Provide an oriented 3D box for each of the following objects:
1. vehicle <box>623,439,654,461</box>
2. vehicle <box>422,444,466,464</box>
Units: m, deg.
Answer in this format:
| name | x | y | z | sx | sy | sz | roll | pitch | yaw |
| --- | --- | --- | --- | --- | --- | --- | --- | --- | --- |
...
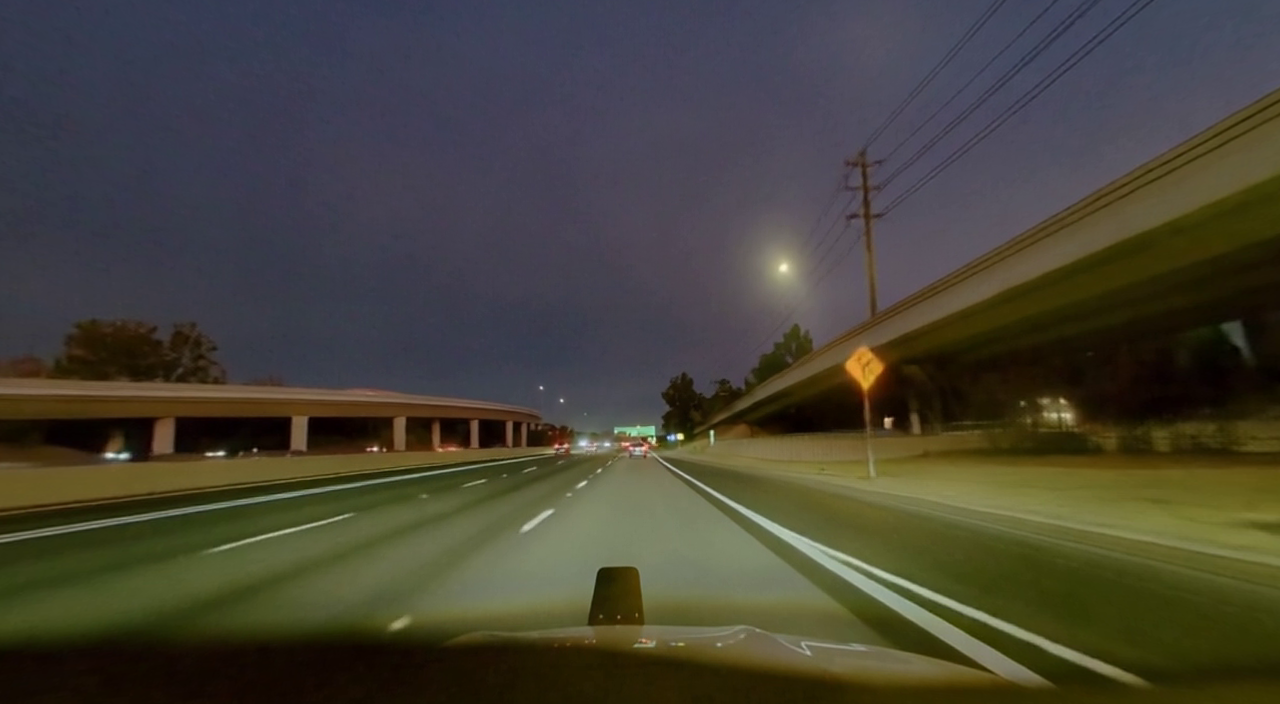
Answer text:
| name | x | y | z | sx | sy | sz | roll | pitch | yaw |
| --- | --- | --- | --- | --- | --- | --- | --- | --- | --- |
| vehicle | -0.124 | 7.015 | 45.273 | 2.086 | 1.472 | 4.168 | 0 | -8 | 0 |
| vehicle | -14.860 | 7.744 | 48.228 | 1.969 | 1.486 | 4.395 | 0 | -8 | 0 |
